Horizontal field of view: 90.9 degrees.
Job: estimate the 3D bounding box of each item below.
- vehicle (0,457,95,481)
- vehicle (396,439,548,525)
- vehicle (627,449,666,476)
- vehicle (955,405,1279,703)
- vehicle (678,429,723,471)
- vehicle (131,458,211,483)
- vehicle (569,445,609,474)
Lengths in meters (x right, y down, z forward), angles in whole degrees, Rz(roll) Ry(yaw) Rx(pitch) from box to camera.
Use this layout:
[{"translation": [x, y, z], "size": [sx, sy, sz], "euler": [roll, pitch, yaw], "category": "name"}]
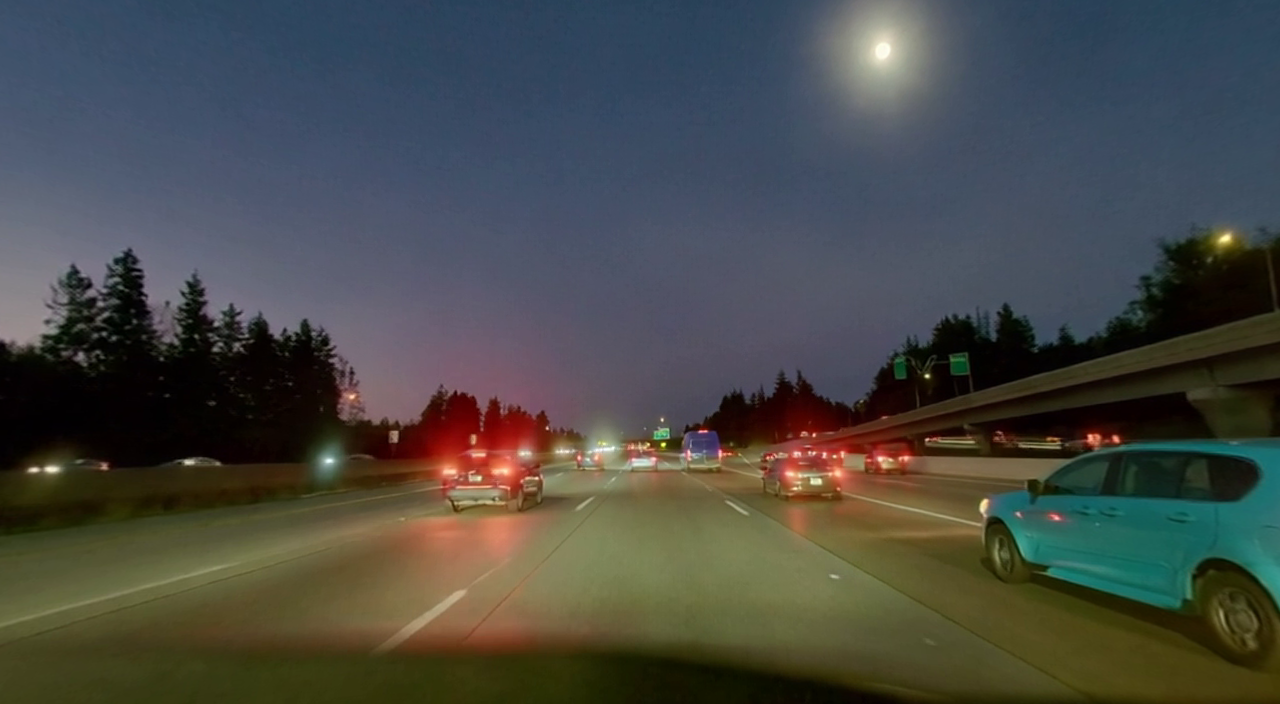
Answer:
[{"translation": [-40.530, 7.979, 43.292], "size": [1.864, 1.505, 4.863], "euler": [0, -9, 0], "category": "vehicle"}, {"translation": [-3.407, 2.711, 13.701], "size": [2.137, 1.562, 3.926], "euler": [0, -8, 2], "category": "vehicle"}, {"translation": [0.361, 6.536, 37.653], "size": [2.174, 1.467, 4.005], "euler": [0, -8, 0], "category": "vehicle"}, {"translation": [4.123, 1.155, 3.816], "size": [2.085, 1.558, 4.466], "euler": [0, -8, -1], "category": "vehicle"}, {"translation": [4.172, 6.934, 44.688], "size": [2.436, 2.745, 6.607], "euler": [0, -8, -1], "category": "vehicle"}, {"translation": [-30.005, 7.552, 40.525], "size": [1.718, 1.422, 4.457], "euler": [0, -9, 0], "category": "vehicle"}, {"translation": [-3.203, 6.822, 40.226], "size": [2.078, 1.706, 4.298], "euler": [-1, -8, 2], "category": "vehicle"}]
